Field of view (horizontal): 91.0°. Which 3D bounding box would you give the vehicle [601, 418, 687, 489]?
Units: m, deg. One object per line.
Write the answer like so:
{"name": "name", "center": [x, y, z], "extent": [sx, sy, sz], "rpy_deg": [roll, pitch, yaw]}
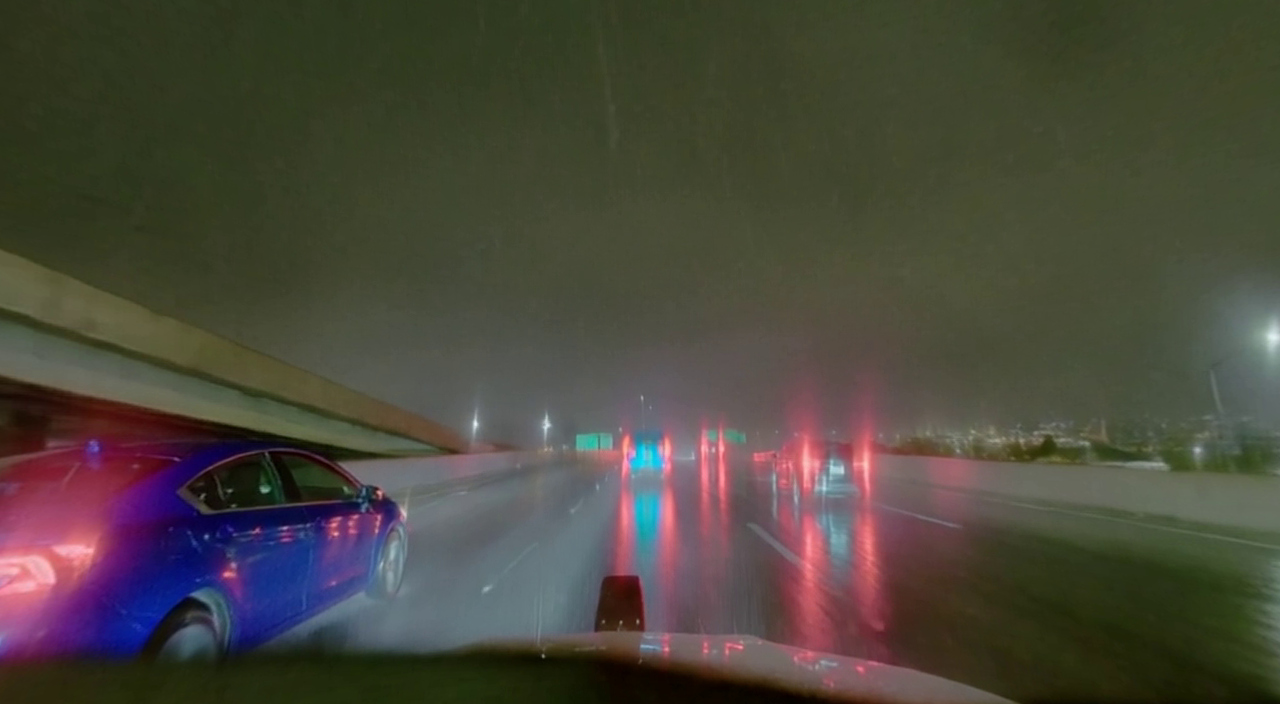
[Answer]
{"name": "vehicle", "center": [0.144, 3.007, 19.022], "extent": [2.264, 1.841, 4.583], "rpy_deg": [0, -8, 1]}

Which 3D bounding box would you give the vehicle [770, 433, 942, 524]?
{"name": "vehicle", "center": [4.057, 2.426, 12.662], "extent": [2.047, 1.500, 4.017], "rpy_deg": [0, -8, 0]}

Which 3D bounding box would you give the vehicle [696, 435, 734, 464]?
{"name": "vehicle", "center": [4.721, 6.174, 40.151], "extent": [2.047, 1.700, 4.069], "rpy_deg": [0, -8, 3]}
